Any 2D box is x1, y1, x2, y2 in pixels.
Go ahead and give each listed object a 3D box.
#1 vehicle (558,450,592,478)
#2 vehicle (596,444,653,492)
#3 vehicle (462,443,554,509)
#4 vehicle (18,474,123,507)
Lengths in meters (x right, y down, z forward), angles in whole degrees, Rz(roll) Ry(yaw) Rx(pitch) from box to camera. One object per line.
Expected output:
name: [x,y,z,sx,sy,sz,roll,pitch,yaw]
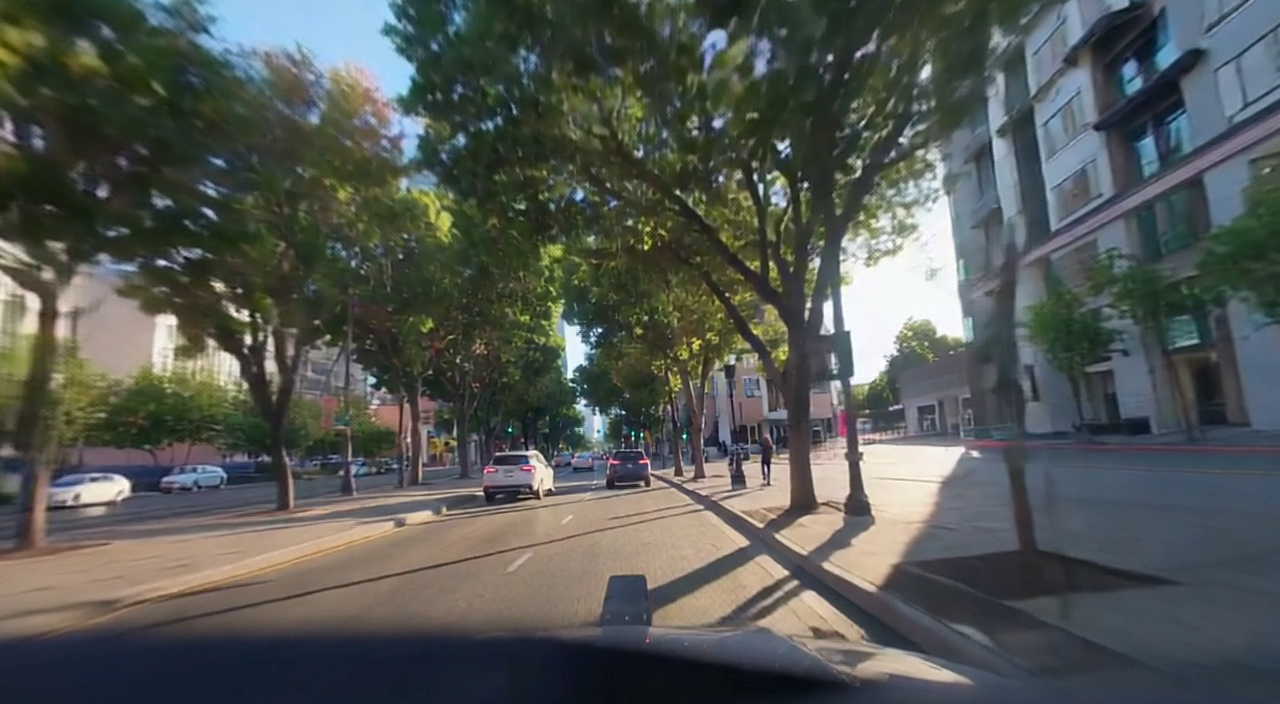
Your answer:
vehicle: [-4.600,7.938,44.964,2.220,1.847,4.587,1,-9,-4]
vehicle: [-0.648,4.657,25.605,2.120,1.758,3.917,1,-9,-2]
vehicle: [-3.773,3.607,18.746,1.940,1.722,3.823,1,-9,-1]
vehicle: [-32.074,7.768,35.673,1.913,1.579,4.379,1,-9,-2]
